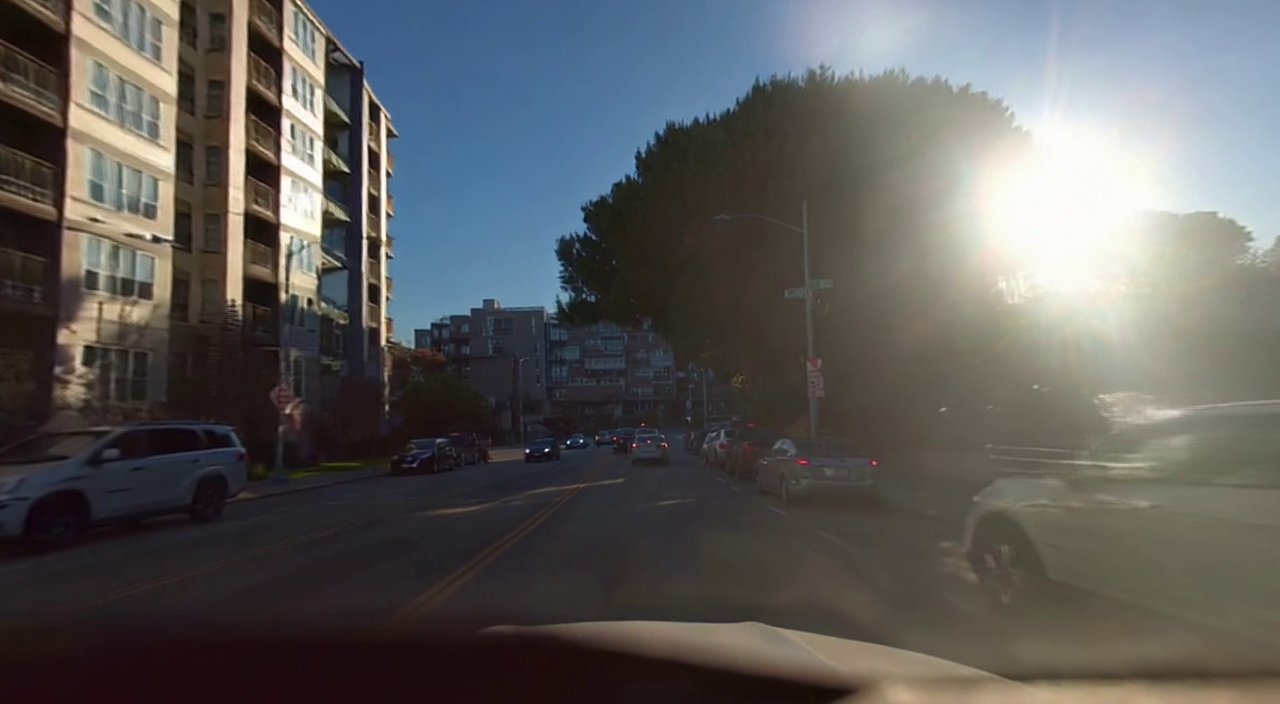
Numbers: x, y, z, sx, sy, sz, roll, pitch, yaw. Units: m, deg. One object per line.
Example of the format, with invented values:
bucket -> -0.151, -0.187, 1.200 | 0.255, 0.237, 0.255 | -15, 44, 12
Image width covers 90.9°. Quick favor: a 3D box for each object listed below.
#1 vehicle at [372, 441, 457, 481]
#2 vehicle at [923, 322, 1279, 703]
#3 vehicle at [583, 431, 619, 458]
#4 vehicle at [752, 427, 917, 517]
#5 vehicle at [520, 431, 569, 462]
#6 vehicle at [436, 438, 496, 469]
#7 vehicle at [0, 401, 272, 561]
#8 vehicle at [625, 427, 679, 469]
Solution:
vehicle -> -9.211, 4.462, 26.195 | 2.021, 1.474, 4.337 | 0, -8, -2
vehicle -> 3.718, 0.863, 3.165 | 2.260, 1.789, 4.810 | 0, -8, -1
vehicle -> -2.613, 6.366, 43.321 | 2.219, 1.746, 4.197 | 0, -8, 0
vehicle -> 3.640, 2.335, 12.785 | 2.033, 1.470, 4.502 | -1, -8, 2
vehicle -> -5.982, 6.003, 40.166 | 2.345, 1.831, 4.828 | -1, -8, 1
vehicle -> -9.298, 5.476, 34.114 | 2.002, 1.546, 4.339 | 0, -8, 0
vehicle -> -9.251, 2.064, 10.911 | 2.457, 2.048, 5.461 | 0, -8, 0
vehicle -> 0.539, 4.337, 28.633 | 2.261, 1.740, 4.065 | 0, -8, 1
